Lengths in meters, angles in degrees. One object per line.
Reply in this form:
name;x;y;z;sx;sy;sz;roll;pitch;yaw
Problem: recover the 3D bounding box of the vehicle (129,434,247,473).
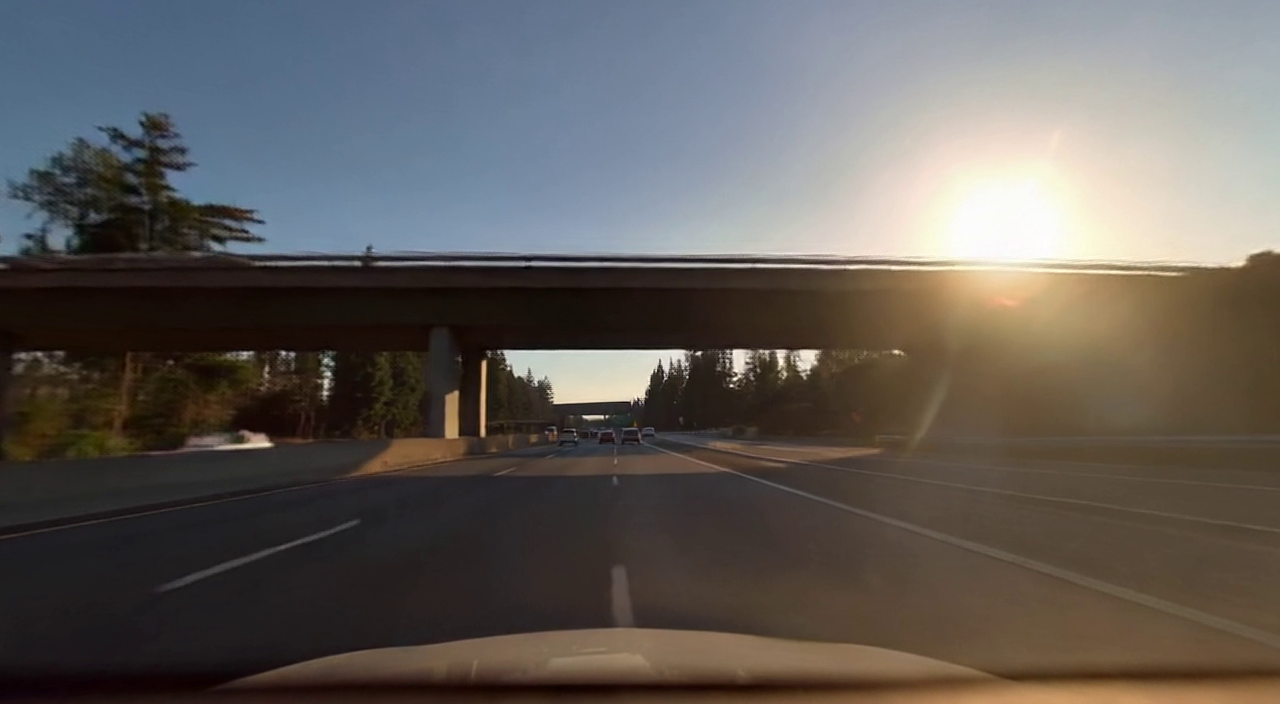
vehicle;-19.844;4.442;27.886;2.088;1.608;4.352;1;-8;-3
